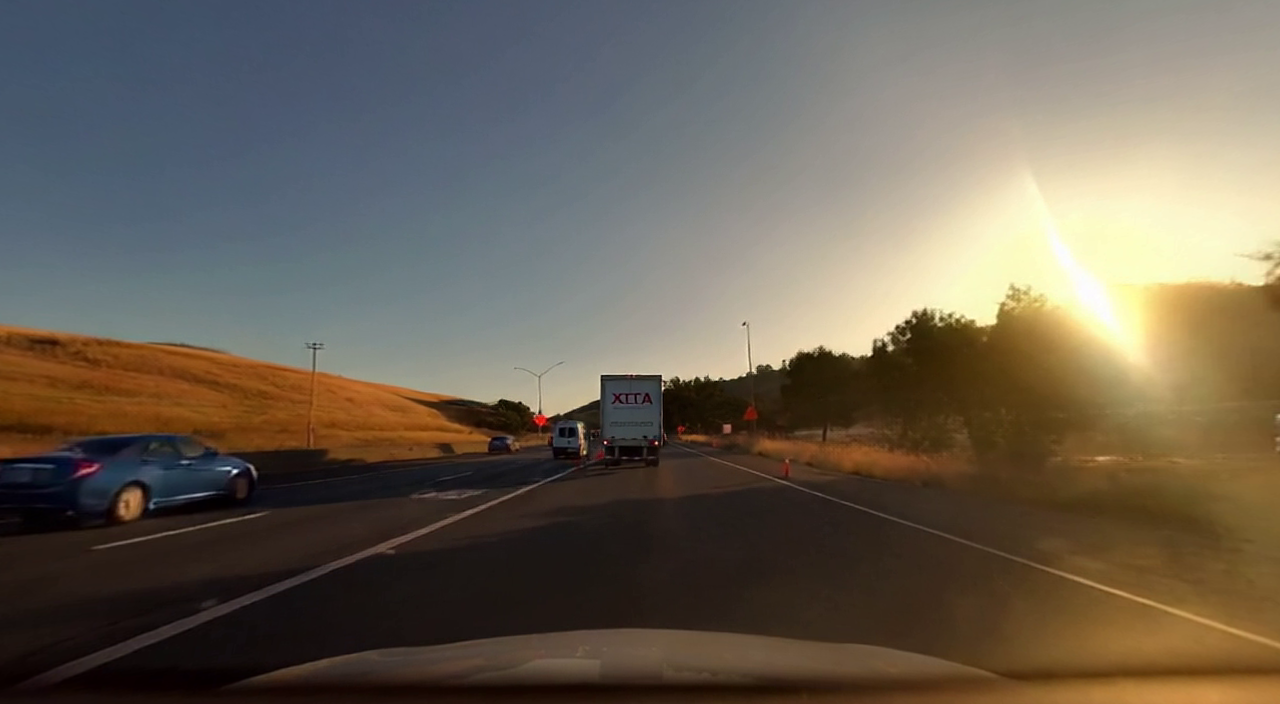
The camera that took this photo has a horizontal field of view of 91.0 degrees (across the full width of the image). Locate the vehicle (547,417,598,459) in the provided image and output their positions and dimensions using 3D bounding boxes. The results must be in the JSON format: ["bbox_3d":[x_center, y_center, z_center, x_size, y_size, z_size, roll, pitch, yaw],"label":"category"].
[{"bbox_3d":[-4.361,5.751,41.875,2.469,2.615,5.874,0,-8,2],"label":"vehicle"}]

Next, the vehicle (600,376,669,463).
[{"bbox_3d":[-0.167,3.962,33.994,3.183,4.011,9.617,0,-10,1],"label":"vehicle"}]

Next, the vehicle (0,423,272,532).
[{"bbox_3d":[-8.950,2.093,11.187,1.915,1.506,4.594,0,-8,2],"label":"vehicle"}]
